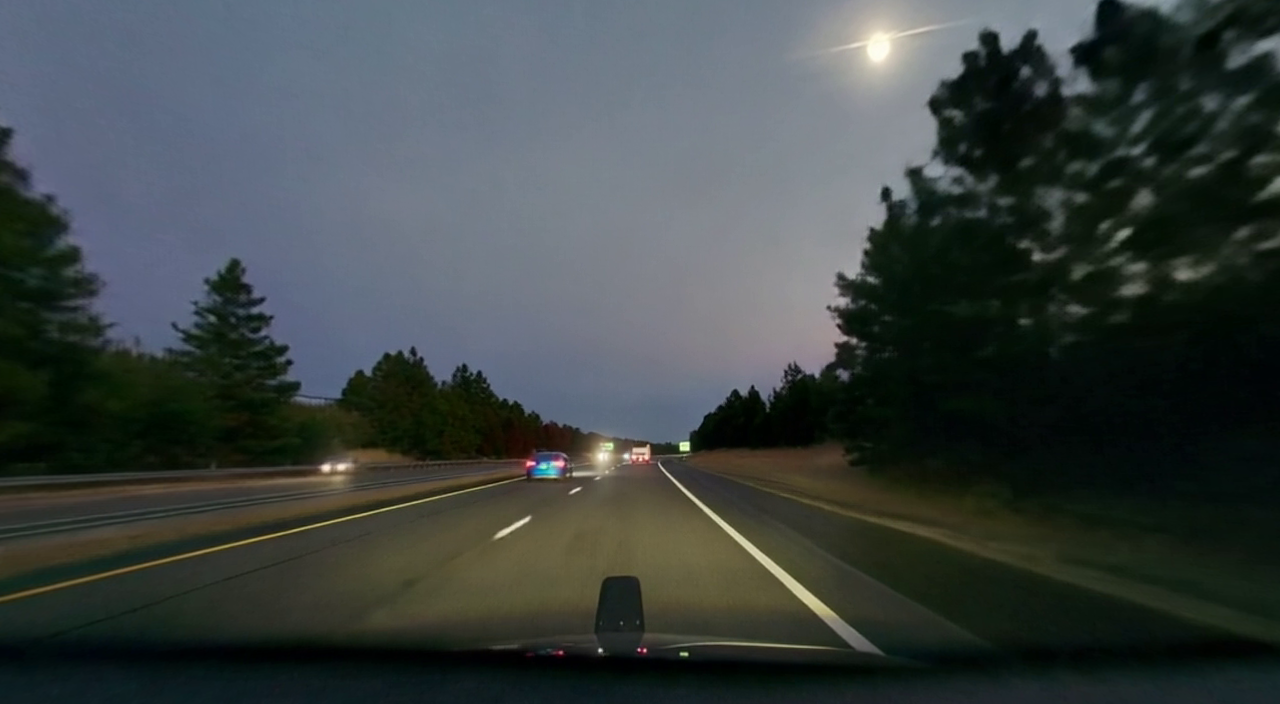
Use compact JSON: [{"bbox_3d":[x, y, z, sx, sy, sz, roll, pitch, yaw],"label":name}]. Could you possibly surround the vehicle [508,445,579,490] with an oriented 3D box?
[{"bbox_3d":[-3.655,4.446,24.657,2.088,1.586,4.000,0,-9,1],"label":"vehicle"}]
